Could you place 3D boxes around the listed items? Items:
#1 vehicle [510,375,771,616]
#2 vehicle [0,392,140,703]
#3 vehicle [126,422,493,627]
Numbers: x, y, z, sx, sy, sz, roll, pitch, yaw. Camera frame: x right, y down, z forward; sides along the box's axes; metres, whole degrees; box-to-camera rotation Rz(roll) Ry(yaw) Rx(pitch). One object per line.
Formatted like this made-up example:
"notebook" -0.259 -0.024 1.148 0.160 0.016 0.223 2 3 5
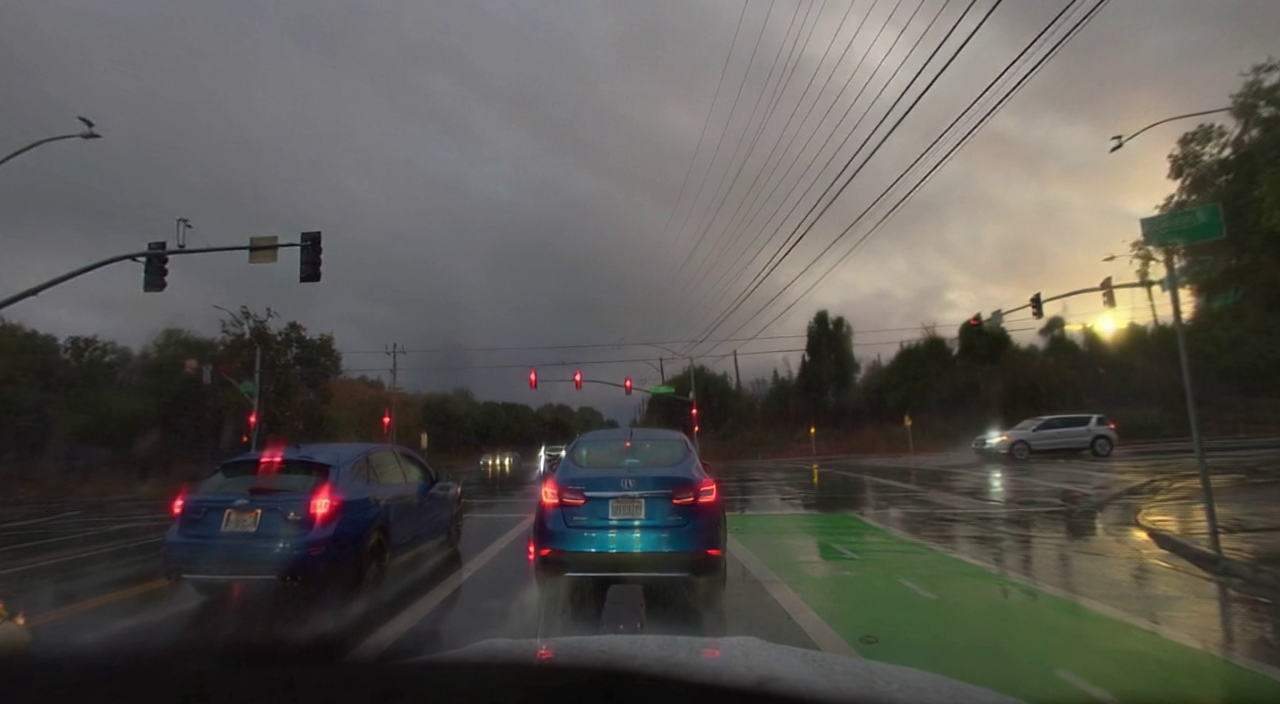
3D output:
"vehicle" -0.030 1.561 7.642 2.036 1.885 5.196 0 -10 -1
"vehicle" -3.479 0.612 0.318 2.138 1.488 5.327 0 -8 0
"vehicle" -2.937 1.618 6.724 1.726 1.506 3.840 0 -10 1
